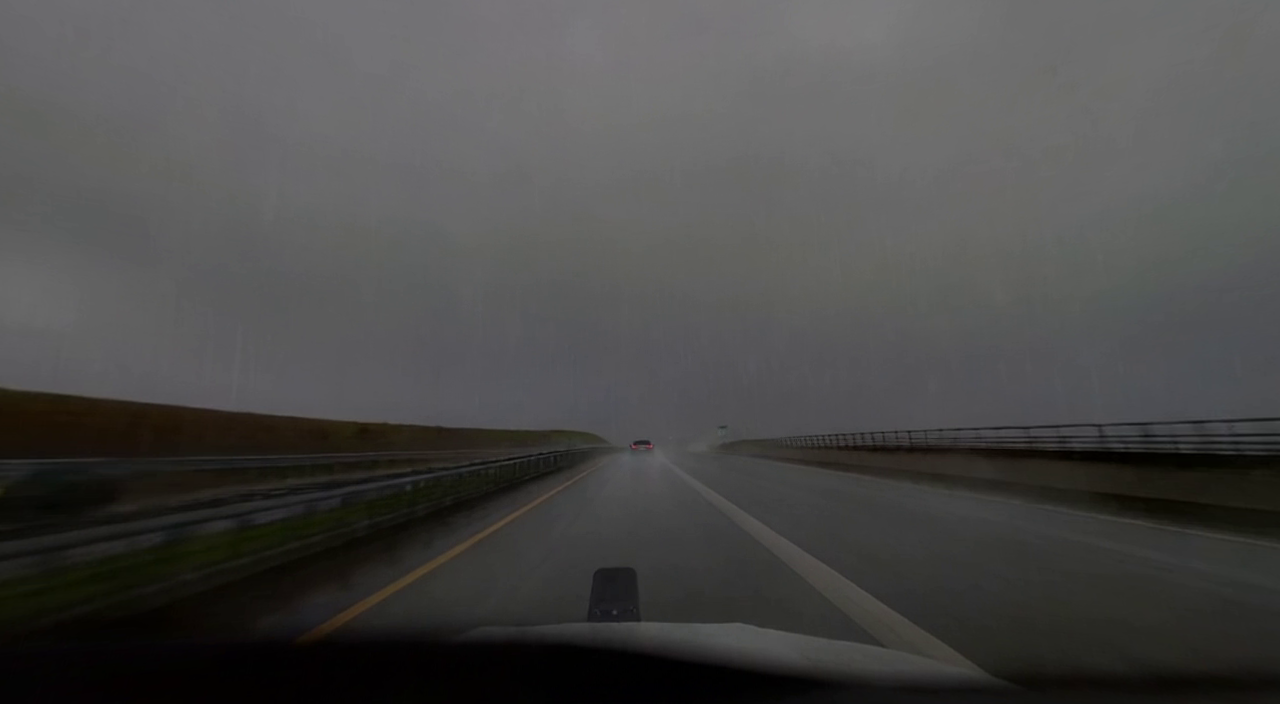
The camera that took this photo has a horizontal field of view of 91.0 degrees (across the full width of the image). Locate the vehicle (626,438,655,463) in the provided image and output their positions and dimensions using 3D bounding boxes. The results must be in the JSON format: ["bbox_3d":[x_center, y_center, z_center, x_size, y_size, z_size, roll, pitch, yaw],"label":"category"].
[{"bbox_3d":[0.021,7.304,46.793,2.059,1.696,4.165,0,-8,-1],"label":"vehicle"}]
